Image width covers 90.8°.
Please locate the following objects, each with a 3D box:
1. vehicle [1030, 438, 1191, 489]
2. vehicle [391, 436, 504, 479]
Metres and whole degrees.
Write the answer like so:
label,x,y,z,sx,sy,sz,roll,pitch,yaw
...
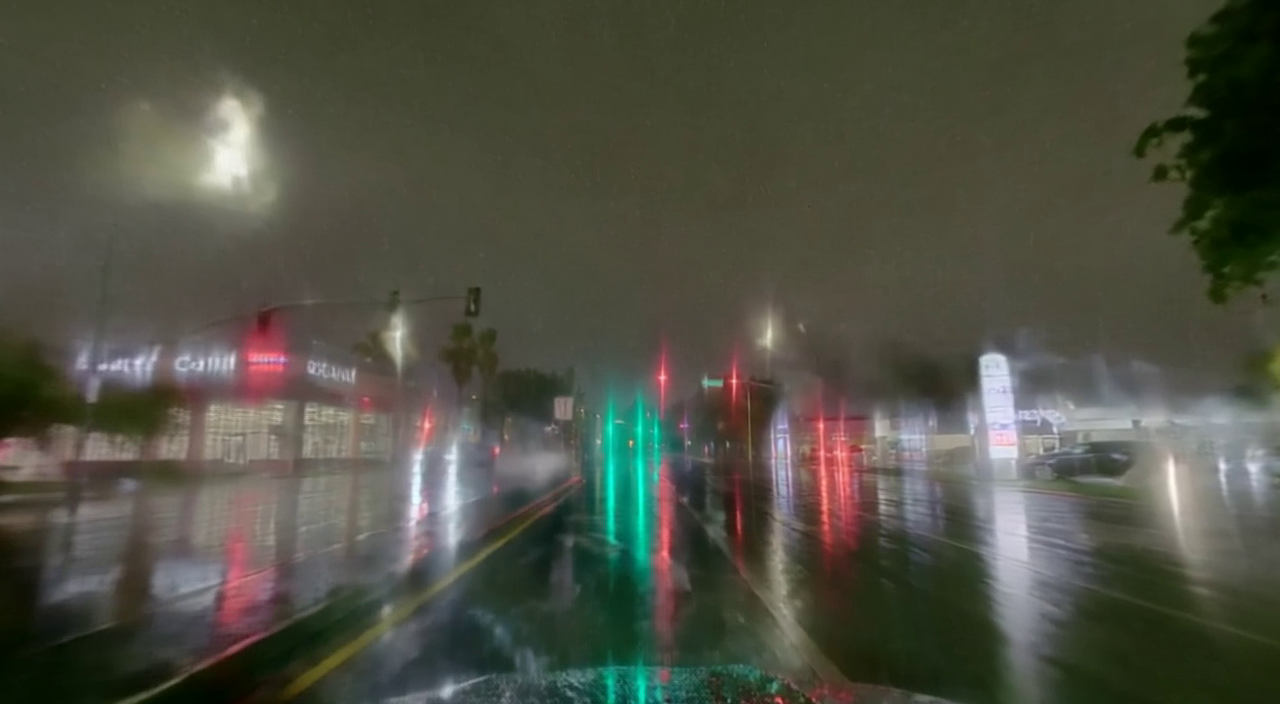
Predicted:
label,x,y,z,sx,sy,sz,roll,pitch,yaw
vehicle,22.382,5.290,30.404,2.195,2.201,5.616,5,-10,-28
vehicle,-8.388,4.570,27.529,4.408,1.728,2.010,4,-9,-24
